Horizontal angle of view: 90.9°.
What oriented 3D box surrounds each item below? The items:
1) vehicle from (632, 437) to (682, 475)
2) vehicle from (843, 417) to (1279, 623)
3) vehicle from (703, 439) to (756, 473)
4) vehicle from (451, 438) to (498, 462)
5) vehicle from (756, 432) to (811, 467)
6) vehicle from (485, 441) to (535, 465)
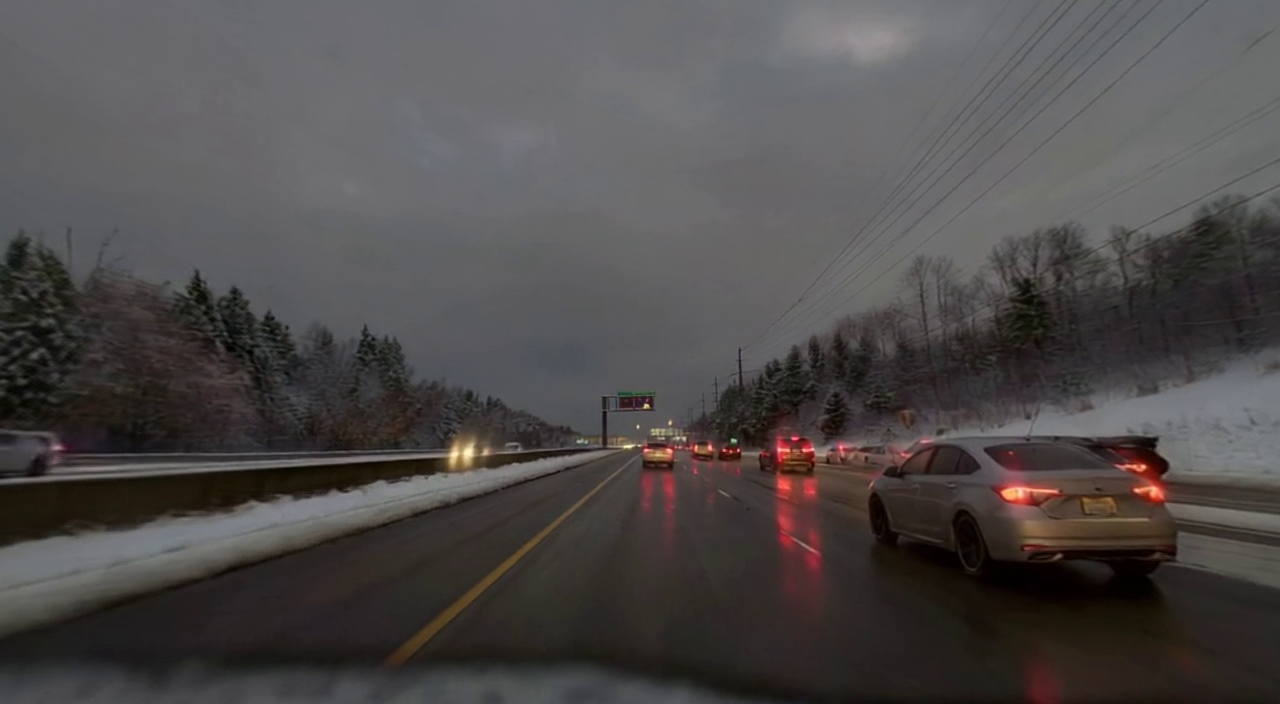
[{"bbox_3d":[0.722,4.565,27.893,2.042,1.581,3.769,0,-8,0],"label":"vehicle"},{"bbox_3d":[3.937,1.543,6.830,1.986,1.478,4.429,0,-8,0],"label":"vehicle"},{"bbox_3d":[4.148,4.888,29.866,1.936,1.465,4.060,0,-8,0],"label":"vehicle"},{"bbox_3d":[-12.538,7.449,48.049,2.057,1.744,4.716,-1,-8,4],"label":"vehicle"},{"bbox_3d":[8.014,5.494,35.702,2.041,1.821,4.562,0,-8,0],"label":"vehicle"},{"bbox_3d":[-8.824,6.900,43.226,2.108,1.501,4.726,-1,-8,4],"label":"vehicle"}]
